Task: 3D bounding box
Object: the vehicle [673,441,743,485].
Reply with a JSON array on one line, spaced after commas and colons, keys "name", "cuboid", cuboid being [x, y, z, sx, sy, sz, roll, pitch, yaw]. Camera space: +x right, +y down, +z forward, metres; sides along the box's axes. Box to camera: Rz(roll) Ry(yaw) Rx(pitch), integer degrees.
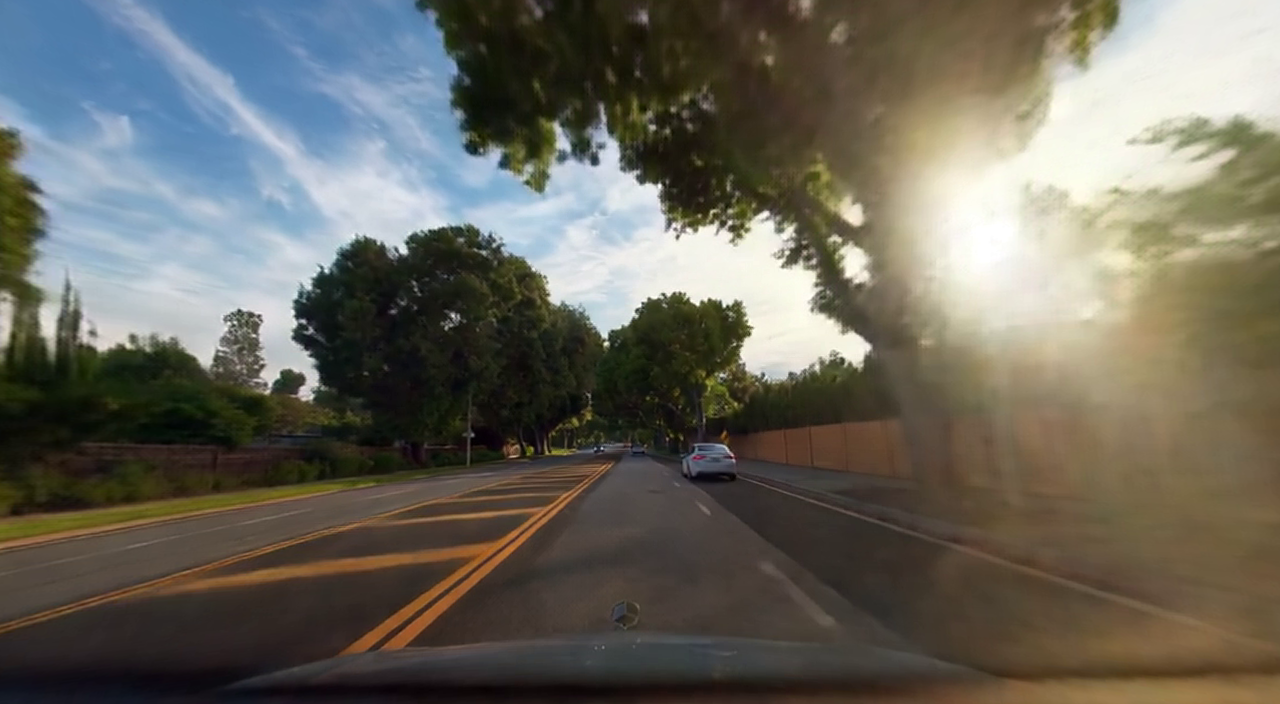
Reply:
[{"name": "vehicle", "cuboid": [2.386, 4.019, 23.198, 1.991, 1.476, 4.153, 0, -9, -2]}]
